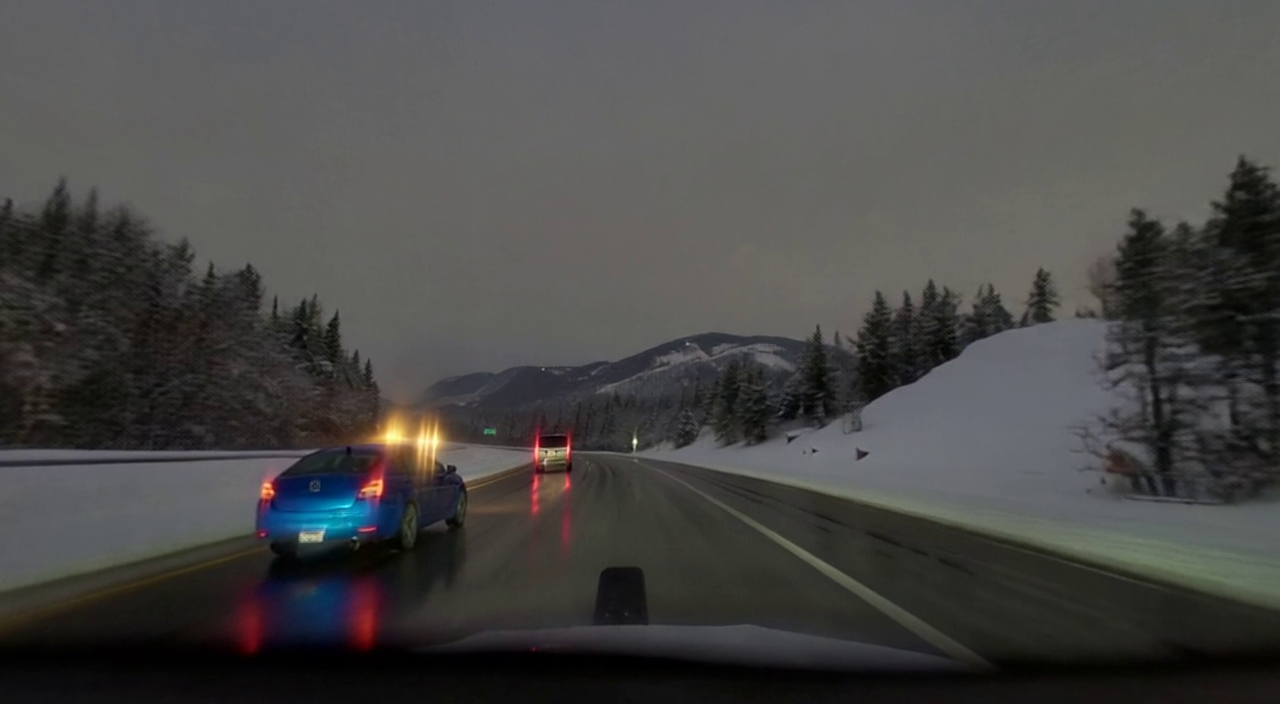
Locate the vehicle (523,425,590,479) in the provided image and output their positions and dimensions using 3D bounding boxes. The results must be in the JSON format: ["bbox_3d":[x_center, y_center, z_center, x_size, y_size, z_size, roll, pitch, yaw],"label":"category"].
[{"bbox_3d":[-3.707,4.583,29.103,2.444,2.204,5.568,0,-9,-1],"label":"vehicle"}]

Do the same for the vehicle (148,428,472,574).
[{"bbox_3d":[-4.073,1.908,8.945,2.097,1.511,4.585,0,-9,0],"label":"vehicle"}]
